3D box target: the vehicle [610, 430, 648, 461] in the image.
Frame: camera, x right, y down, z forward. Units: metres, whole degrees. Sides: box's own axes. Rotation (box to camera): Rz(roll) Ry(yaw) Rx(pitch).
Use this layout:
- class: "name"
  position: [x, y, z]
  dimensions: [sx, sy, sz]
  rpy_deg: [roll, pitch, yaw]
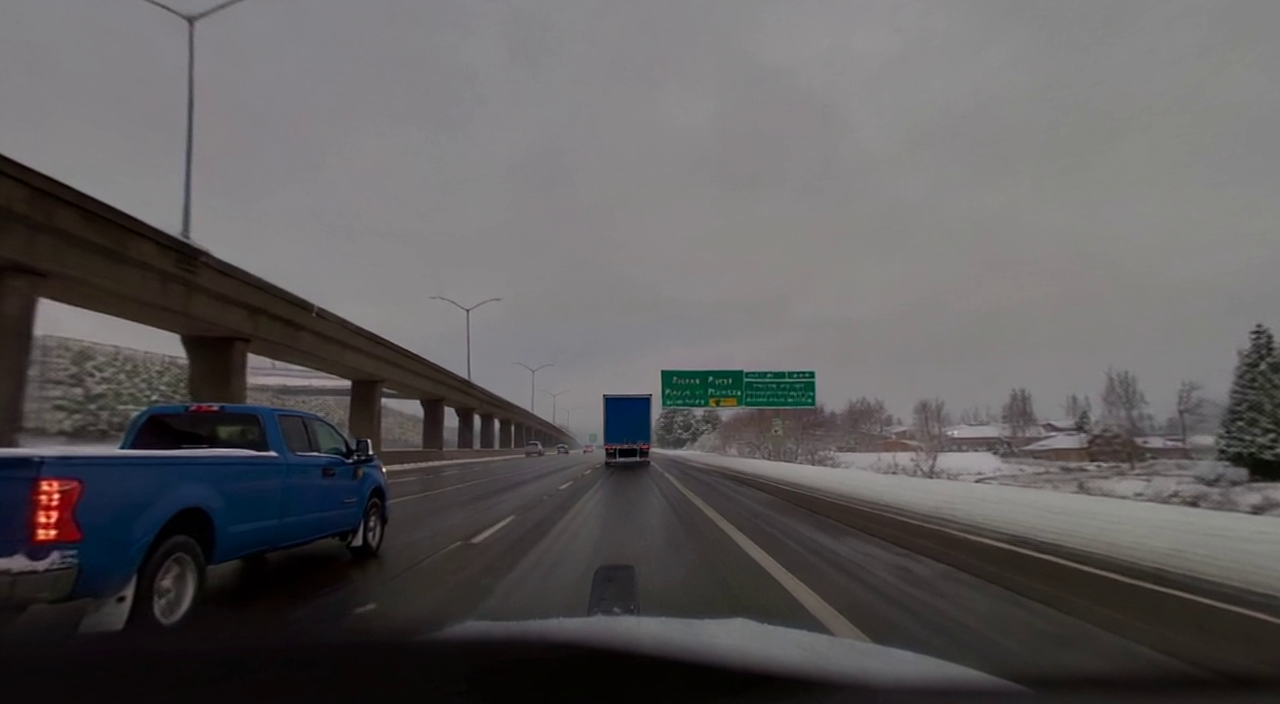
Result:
- class: "vehicle"
  position: [-0.638, 5.346, 36.193]
  dimensions: [2.052, 1.666, 4.358]
  rpy_deg: [1, -8, -1]

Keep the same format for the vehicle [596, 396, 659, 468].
- class: "vehicle"
  position: [-0.621, 5.082, 39.040]
  dimensions: [3.233, 3.678, 11.032]
  rpy_deg: [2, -9, 0]
